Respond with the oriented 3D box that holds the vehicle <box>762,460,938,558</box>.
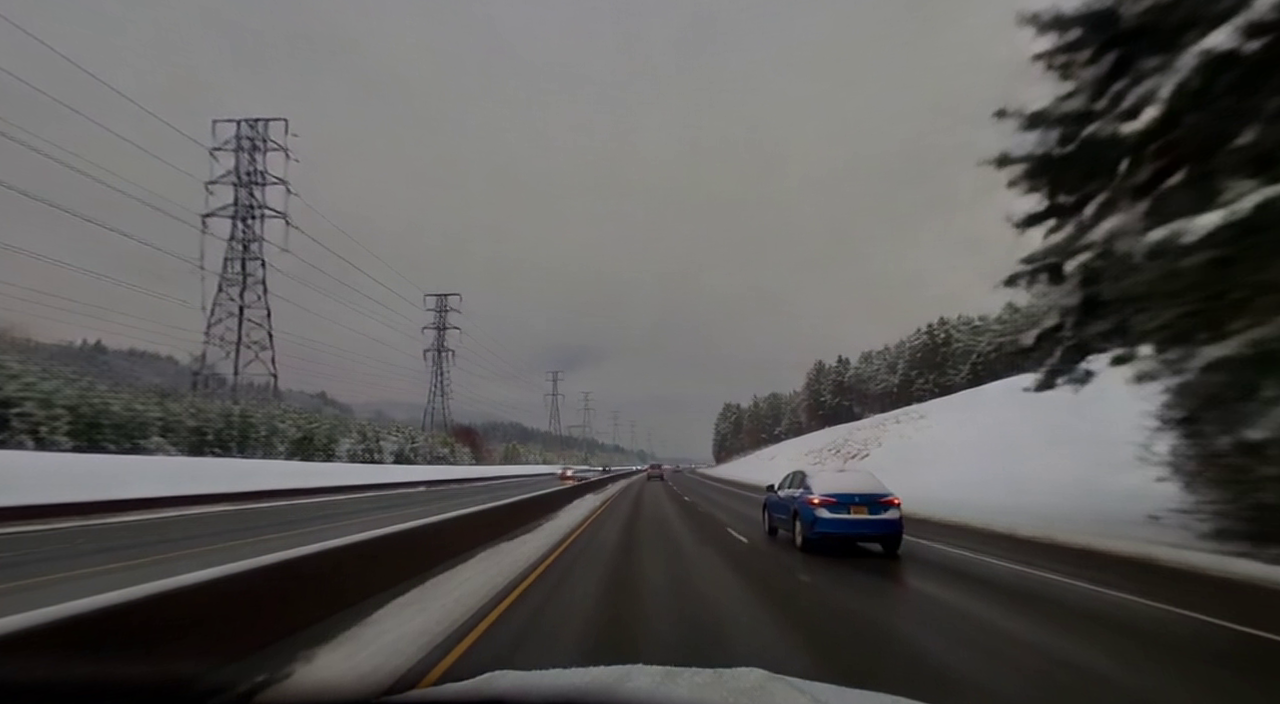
[{"bbox_3d":[3.758,2.896,12.104,1.985,1.521,3.904,1,-10,-1],"label":"vehicle"}]
